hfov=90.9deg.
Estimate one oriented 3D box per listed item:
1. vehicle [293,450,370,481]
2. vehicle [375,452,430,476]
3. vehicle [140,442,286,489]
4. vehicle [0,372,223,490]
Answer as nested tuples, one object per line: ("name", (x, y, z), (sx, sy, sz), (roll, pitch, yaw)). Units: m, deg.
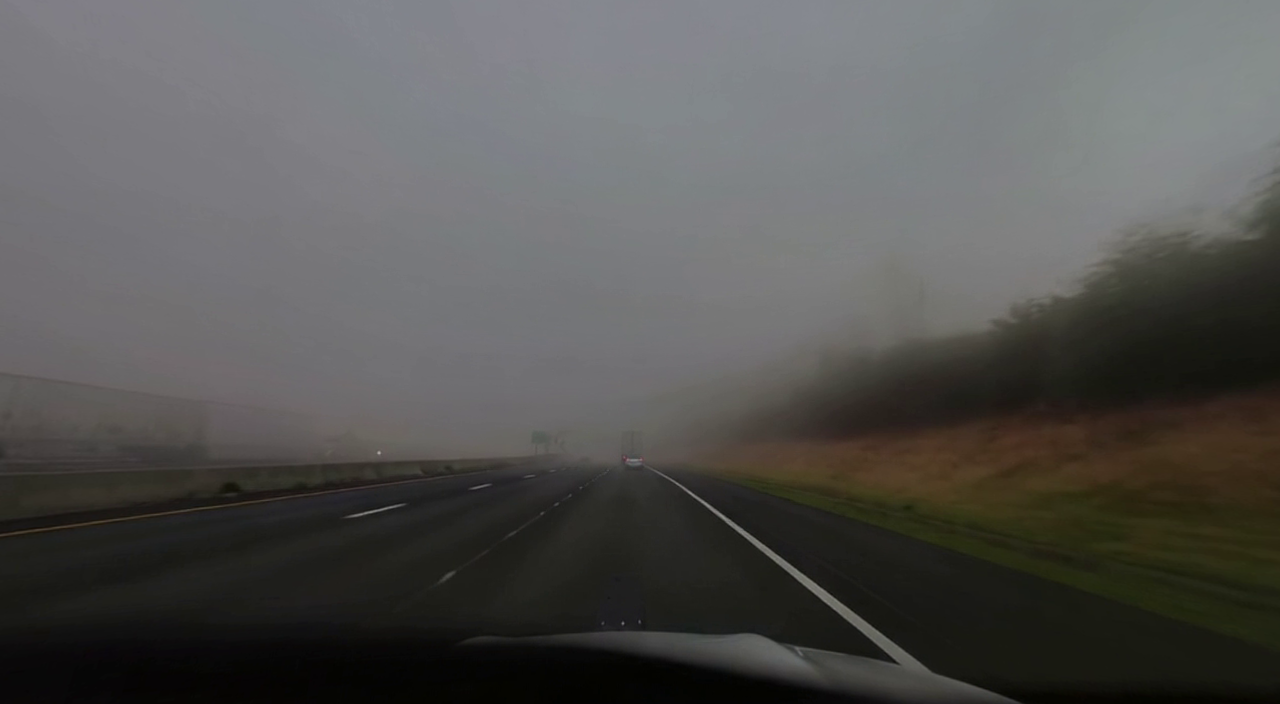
("vehicle", (-15.229, 5.623, 31.337), (1.827, 1.416, 3.911), (0, -9, 0))
("vehicle", (-15.247, 7.208, 40.653), (1.858, 1.438, 4.410), (0, -9, 0))
("vehicle", (-15.290, 4.073, 22.962), (2.155, 1.506, 4.541), (0, -9, 0))
("vehicle", (-23.720, 3.480, 26.554), (2.848, 4.048, 14.043), (0, -9, -1))
